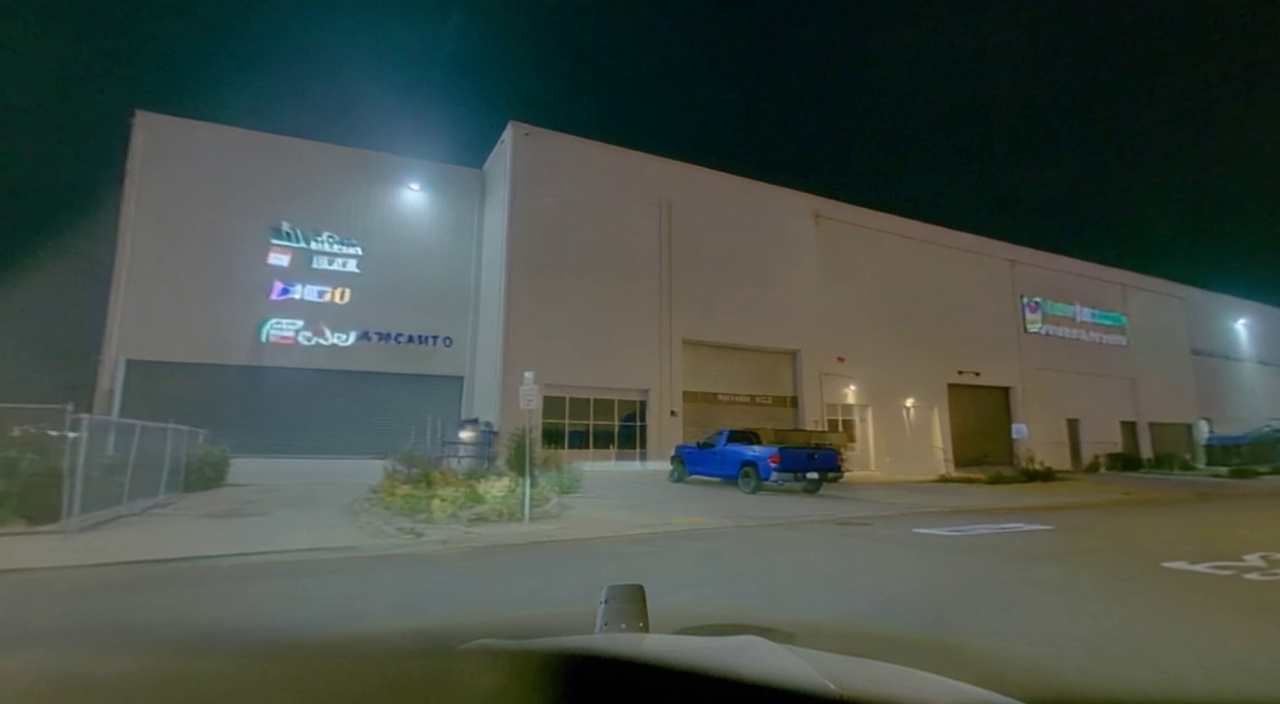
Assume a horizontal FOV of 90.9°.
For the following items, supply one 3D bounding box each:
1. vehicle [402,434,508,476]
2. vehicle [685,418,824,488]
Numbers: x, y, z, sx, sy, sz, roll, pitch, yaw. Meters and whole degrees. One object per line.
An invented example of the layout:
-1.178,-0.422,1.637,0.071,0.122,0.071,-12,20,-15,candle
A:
-10.021,5.548,34.220,5.207,2.103,1.997,4,-9,-26,vehicle
5.412,4.829,29.737,6.271,3.004,2.298,5,-11,-25,vehicle
